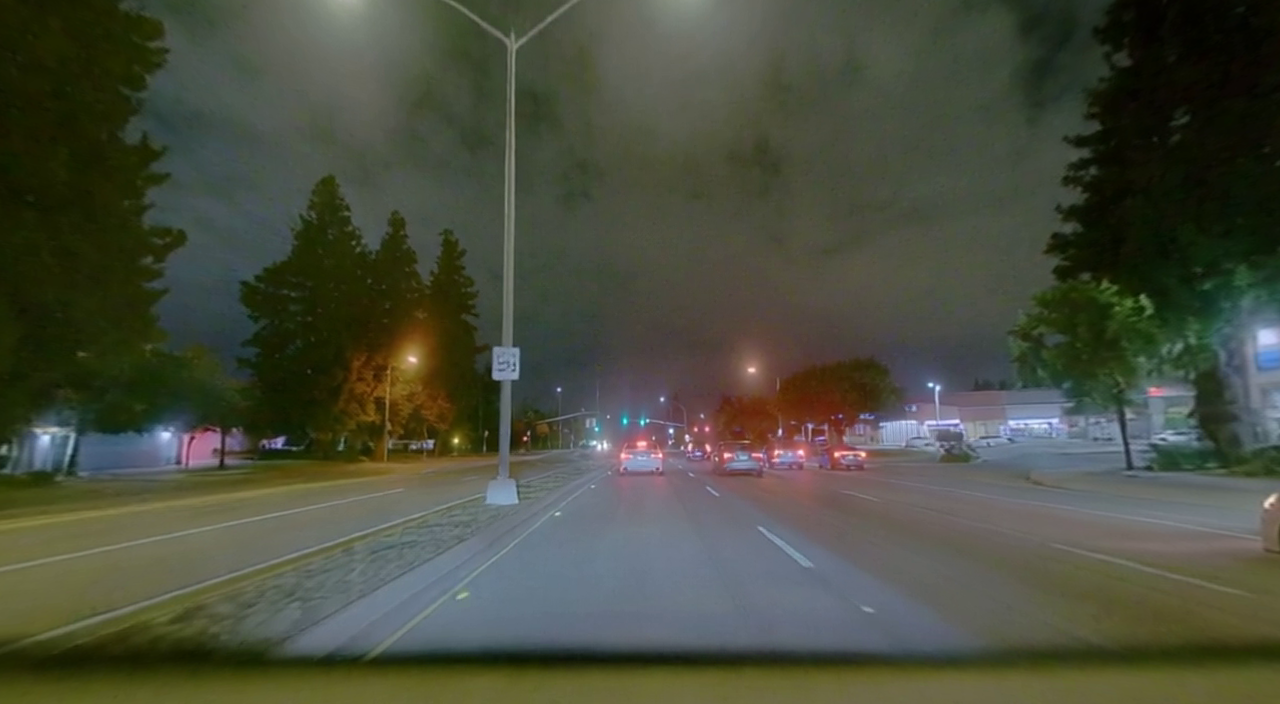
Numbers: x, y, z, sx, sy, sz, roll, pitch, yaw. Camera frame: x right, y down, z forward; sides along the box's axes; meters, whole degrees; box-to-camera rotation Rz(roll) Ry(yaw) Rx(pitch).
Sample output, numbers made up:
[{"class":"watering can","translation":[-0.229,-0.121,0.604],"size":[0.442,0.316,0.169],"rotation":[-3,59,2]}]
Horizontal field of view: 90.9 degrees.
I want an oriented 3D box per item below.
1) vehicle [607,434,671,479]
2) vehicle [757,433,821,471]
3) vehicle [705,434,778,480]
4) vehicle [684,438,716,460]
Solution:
[{"class":"vehicle","translation":[-0.033,3.727,22.860],"size":[2.096,1.473,3.893],"rotation":[0,-8,0]},{"class":"vehicle","translation":[7.320,4.940,31.457],"size":[2.044,1.701,4.397],"rotation":[1,-8,-1]},{"class":"vehicle","translation":[3.631,3.811,23.333],"size":[1.988,1.528,4.144],"rotation":[0,-8,0]},{"class":"vehicle","translation":[4.242,6.882,44.903],"size":[1.862,1.457,4.204],"rotation":[0,-8,0]}]
